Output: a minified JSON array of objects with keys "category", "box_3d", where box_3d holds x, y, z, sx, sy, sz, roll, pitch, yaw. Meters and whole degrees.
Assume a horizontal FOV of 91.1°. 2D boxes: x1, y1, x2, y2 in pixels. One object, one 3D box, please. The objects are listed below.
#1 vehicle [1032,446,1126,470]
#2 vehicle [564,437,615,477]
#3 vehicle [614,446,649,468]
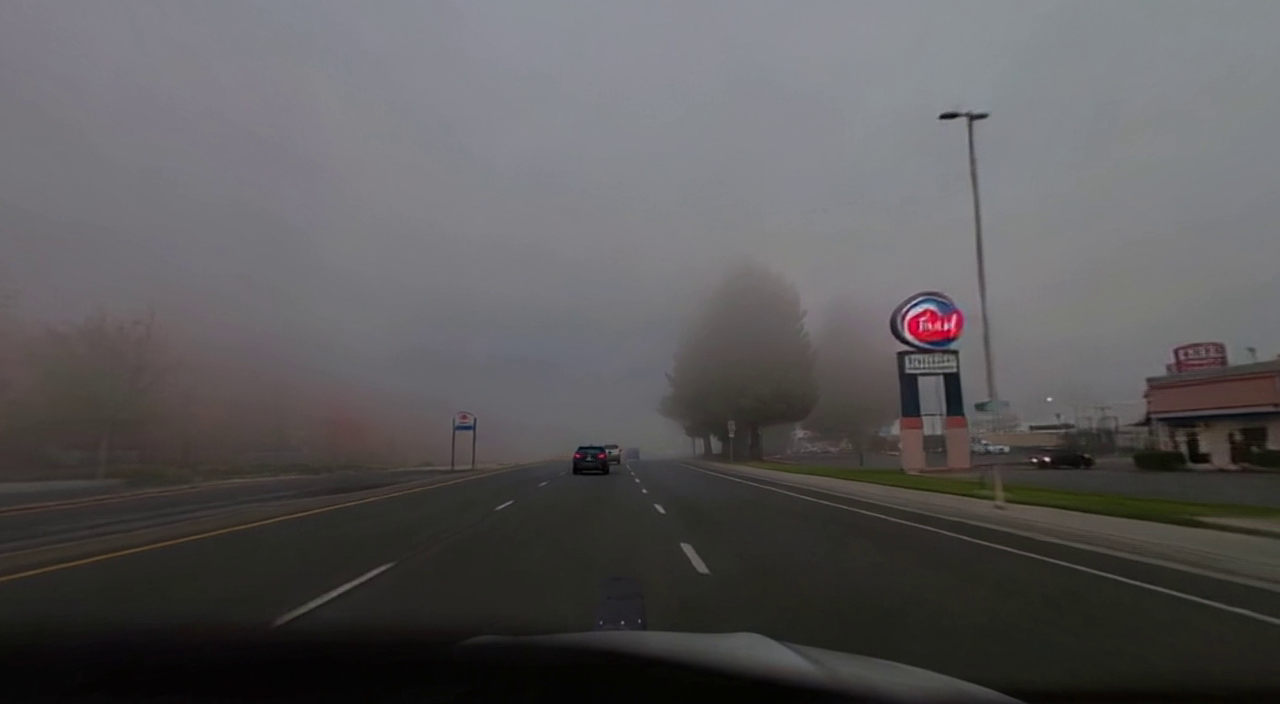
[{"category":"vehicle","box_3d":[26.689,6.416,38.248,4.375,1.400,2.017,1,-8,-6]},{"category":"vehicle","box_3d":[-2.510,5.402,32.555,2.222,1.899,5.006,0,-8,0]},{"category":"vehicle","box_3d":[-0.657,7.396,44.506,2.113,1.446,4.309,1,-8,-6]}]
